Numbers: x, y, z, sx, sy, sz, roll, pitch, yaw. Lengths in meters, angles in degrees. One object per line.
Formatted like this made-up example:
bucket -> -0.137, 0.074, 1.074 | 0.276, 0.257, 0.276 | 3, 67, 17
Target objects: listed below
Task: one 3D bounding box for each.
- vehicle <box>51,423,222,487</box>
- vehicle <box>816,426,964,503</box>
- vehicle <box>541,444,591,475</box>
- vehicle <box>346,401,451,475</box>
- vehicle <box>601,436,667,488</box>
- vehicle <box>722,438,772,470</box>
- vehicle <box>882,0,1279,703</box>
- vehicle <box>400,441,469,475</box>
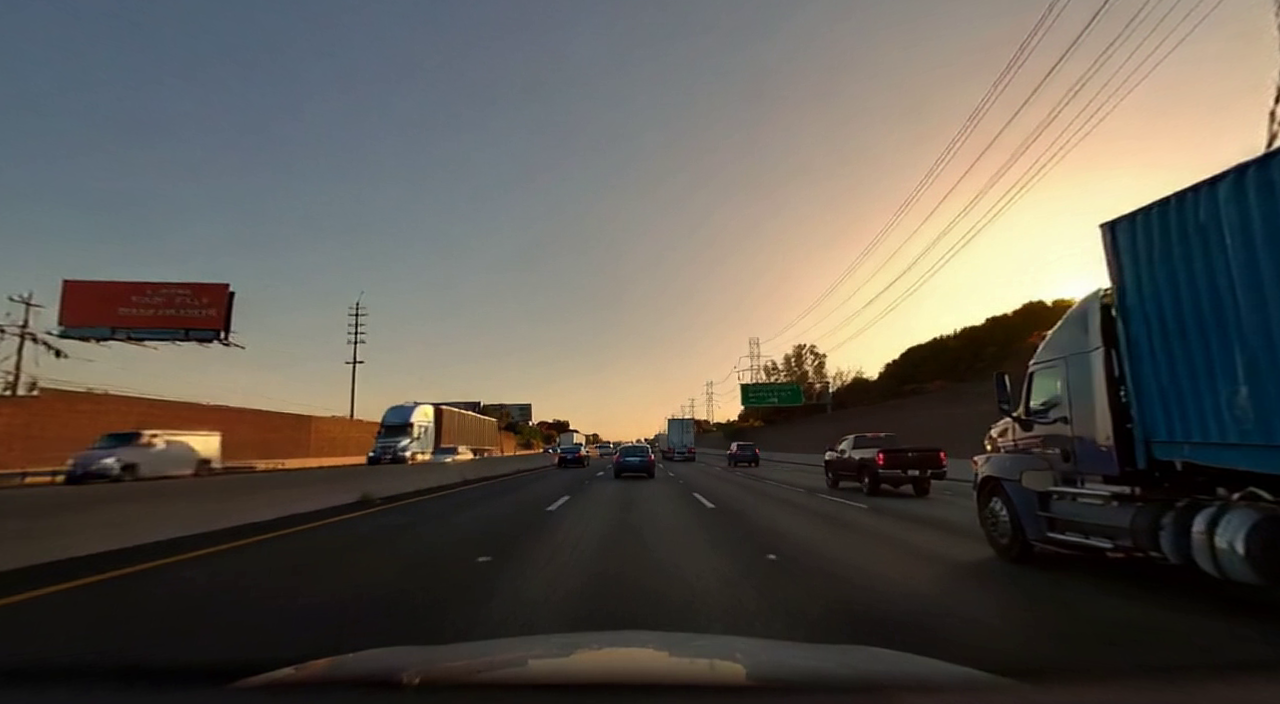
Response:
vehicle -> -20.843, 4.315, 26.682 | 2.247, 2.391, 5.960 | 0, -9, 0
vehicle -> 6.892, 3.174, 18.202 | 2.086, 1.862, 5.232 | 0, -9, 0
vehicle -> -3.810, 5.626, 33.284 | 2.025, 1.498, 4.675 | 0, -9, 0
vehicle -> -14.087, 5.189, 37.764 | 3.075, 3.927, 8.116 | 0, -9, 0
vehicle -> -0.219, 3.981, 23.132 | 2.191, 1.685, 4.015 | 0, -9, 0
vehicle -> 7.027, 6.801, 42.265 | 2.302, 1.973, 5.502 | 0, -9, -1
vehicle -> 3.554, -0.438, 0.892 | 3.013, 3.940, 7.933 | 0, -9, -2
vehicle -> -10.771, 5.589, 33.472 | 2.043, 1.628, 4.675 | 0, -9, 1
